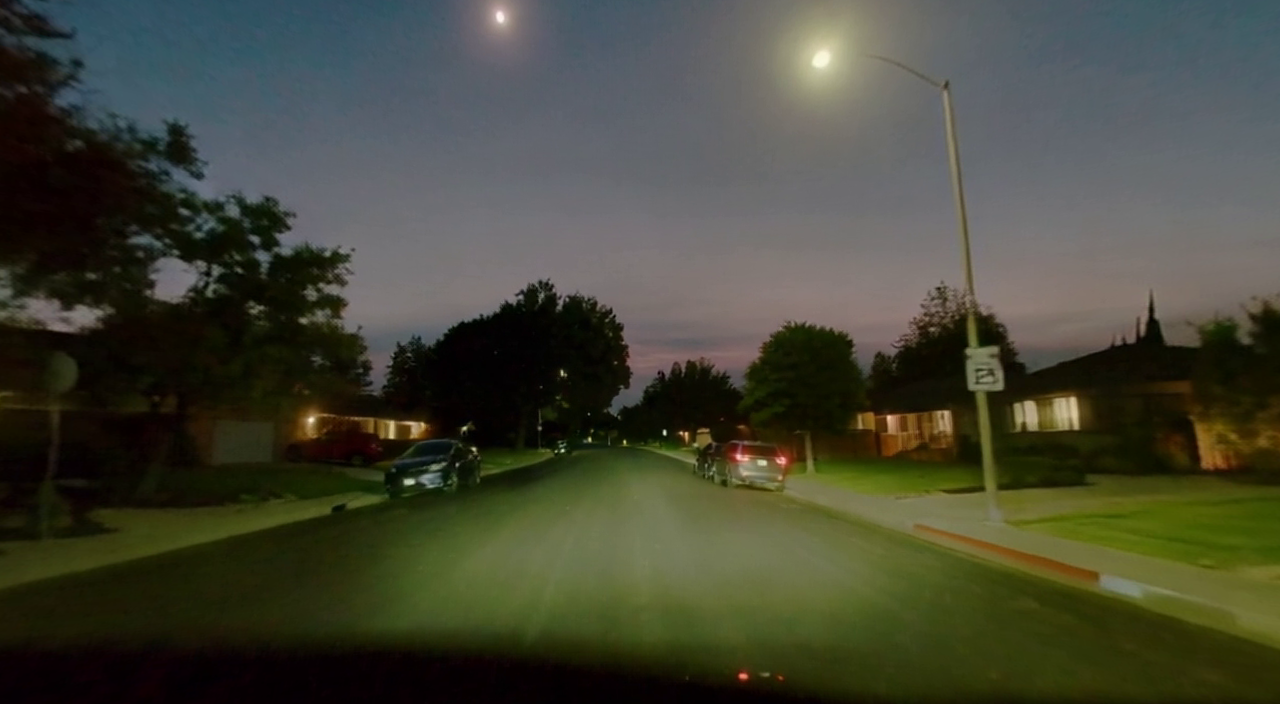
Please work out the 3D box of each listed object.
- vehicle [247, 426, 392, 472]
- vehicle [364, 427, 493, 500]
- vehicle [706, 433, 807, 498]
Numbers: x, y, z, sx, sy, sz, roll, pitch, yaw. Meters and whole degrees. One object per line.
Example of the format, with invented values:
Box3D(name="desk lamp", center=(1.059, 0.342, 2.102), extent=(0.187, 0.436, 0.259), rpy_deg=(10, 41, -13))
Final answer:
Box3D(name="vehicle", center=(-13.598, 4.153, 27.086), extent=(5.024, 1.903, 2.102), rpy_deg=(0, -9, 1))
Box3D(name="vehicle", center=(-6.422, 3.486, 20.101), extent=(2.322, 1.949, 5.695), rpy_deg=(-1, -9, -2))
Box3D(name="vehicle", center=(3.392, 3.405, 19.385), extent=(2.033, 1.730, 4.554), rpy_deg=(0, -9, -2))
